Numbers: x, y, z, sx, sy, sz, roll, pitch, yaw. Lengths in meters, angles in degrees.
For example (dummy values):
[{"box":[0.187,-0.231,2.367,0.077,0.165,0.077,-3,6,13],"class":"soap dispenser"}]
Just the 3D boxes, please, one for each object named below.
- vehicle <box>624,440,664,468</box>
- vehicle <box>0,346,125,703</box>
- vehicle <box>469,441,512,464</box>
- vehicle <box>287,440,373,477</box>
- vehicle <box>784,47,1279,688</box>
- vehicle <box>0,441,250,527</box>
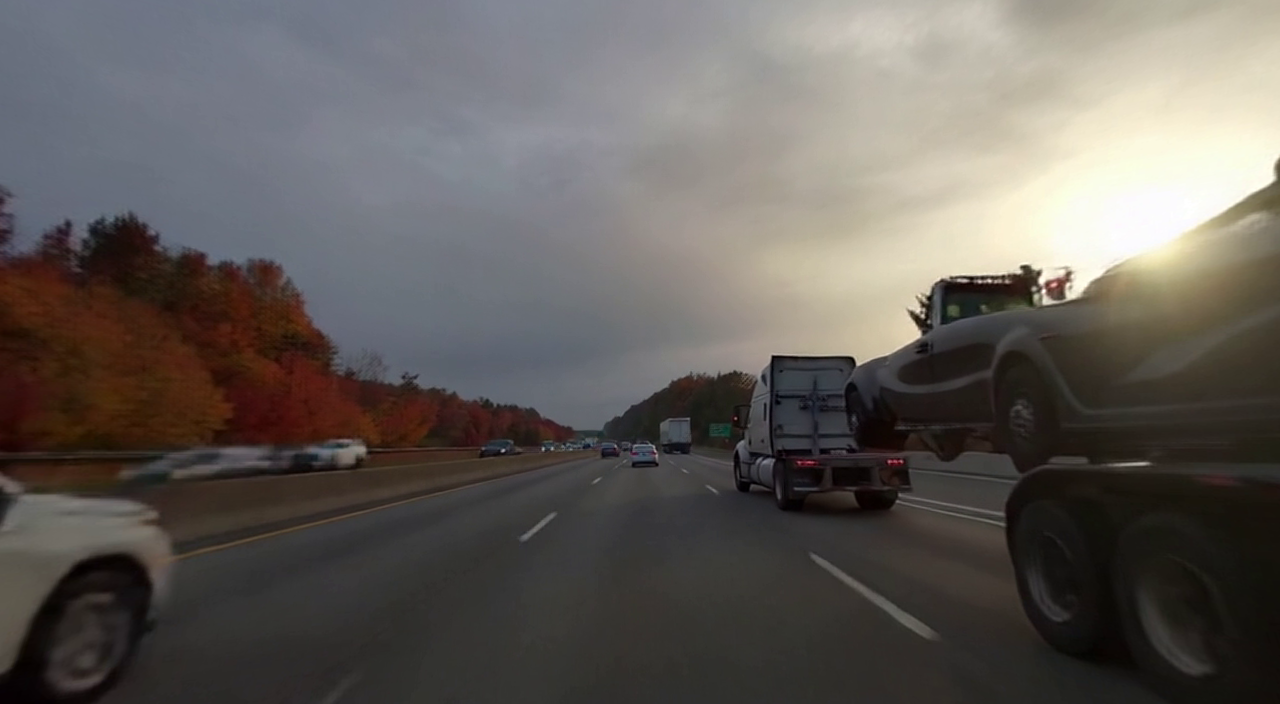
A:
[{"box":[0.222,5.846,36.188,2.152,1.484,4.211,0,-8,0],"class":"vehicle"},{"box":[-3.677,0.556,0.729,2.077,1.669,4.739,0,-8,1],"class":"vehicle"},{"box":[-10.641,7.153,45.032,1.988,1.555,4.227,0,-8,1],"class":"vehicle"},{"box":[-14.226,4.877,29.135,1.835,1.568,4.023,0,-8,1],"class":"vehicle"},{"box":[4.846,0.693,7.488,3.150,3.257,13.098,0,-8,0],"class":"vehicle"},{"box":[-10.659,2.650,13.302,1.934,1.497,4.356,0,-8,1],"class":"vehicle"}]
